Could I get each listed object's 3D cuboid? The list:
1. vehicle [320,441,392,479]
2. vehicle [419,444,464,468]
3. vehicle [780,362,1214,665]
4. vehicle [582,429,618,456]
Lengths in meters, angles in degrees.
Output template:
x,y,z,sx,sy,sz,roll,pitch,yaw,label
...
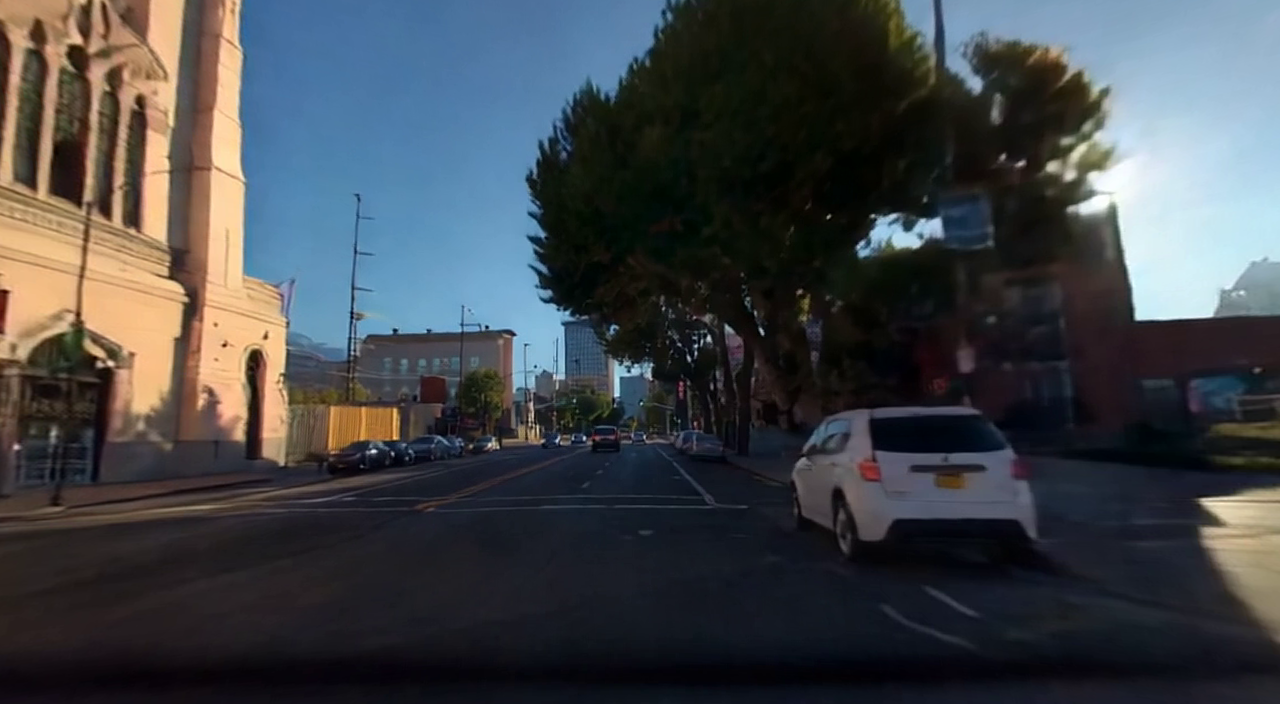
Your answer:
x,y,z,sx,sy,sz,roll,pitch,yaw,label
-15.033,5.724,33.760,1.978,1.819,4.477,-2,-9,-3,vehicle
-15.282,7.984,48.928,2.076,1.672,4.499,-2,-8,0,vehicle
3.086,1.456,7.058,2.074,2.041,5.045,2,-8,2,vehicle
-2.914,6.766,47.380,2.293,1.936,4.737,0,-8,1,vehicle
